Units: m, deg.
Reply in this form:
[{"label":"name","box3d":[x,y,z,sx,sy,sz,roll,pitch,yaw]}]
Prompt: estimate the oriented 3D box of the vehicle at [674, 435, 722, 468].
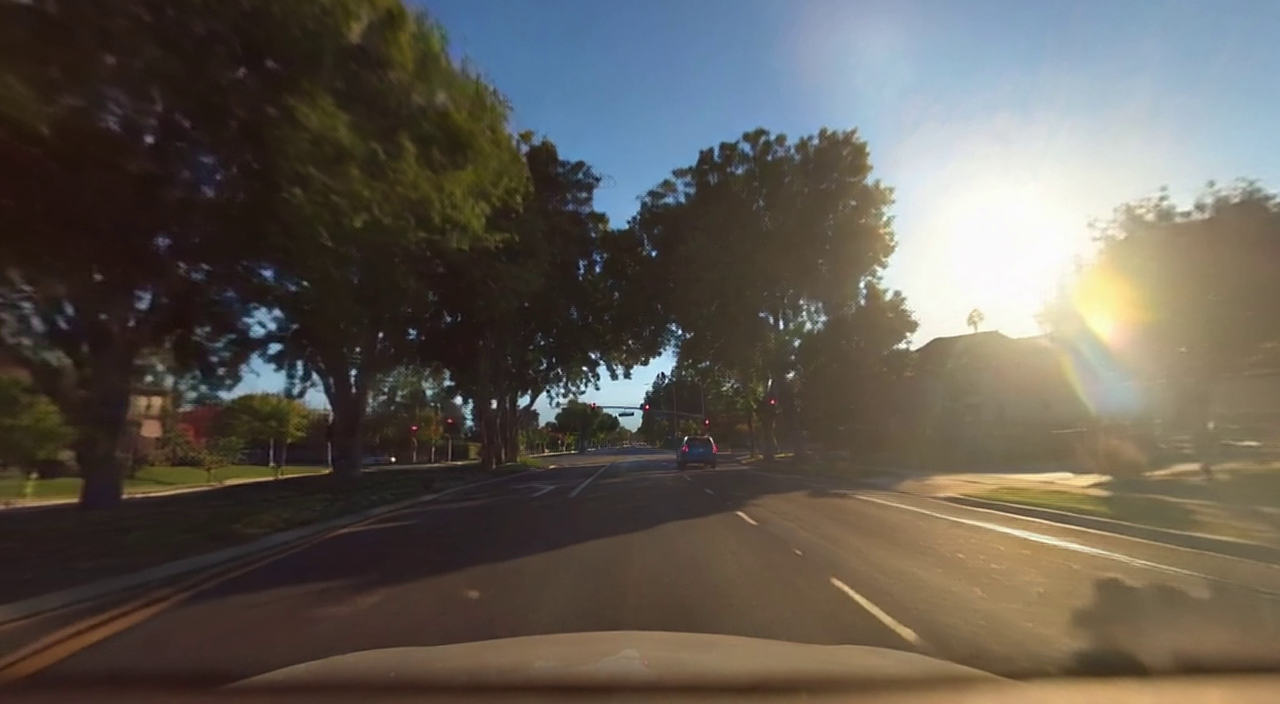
[{"label":"vehicle","box3d":[3.344,5.901,37.520,2.229,1.795,4.927,0,-9,-2]}]
